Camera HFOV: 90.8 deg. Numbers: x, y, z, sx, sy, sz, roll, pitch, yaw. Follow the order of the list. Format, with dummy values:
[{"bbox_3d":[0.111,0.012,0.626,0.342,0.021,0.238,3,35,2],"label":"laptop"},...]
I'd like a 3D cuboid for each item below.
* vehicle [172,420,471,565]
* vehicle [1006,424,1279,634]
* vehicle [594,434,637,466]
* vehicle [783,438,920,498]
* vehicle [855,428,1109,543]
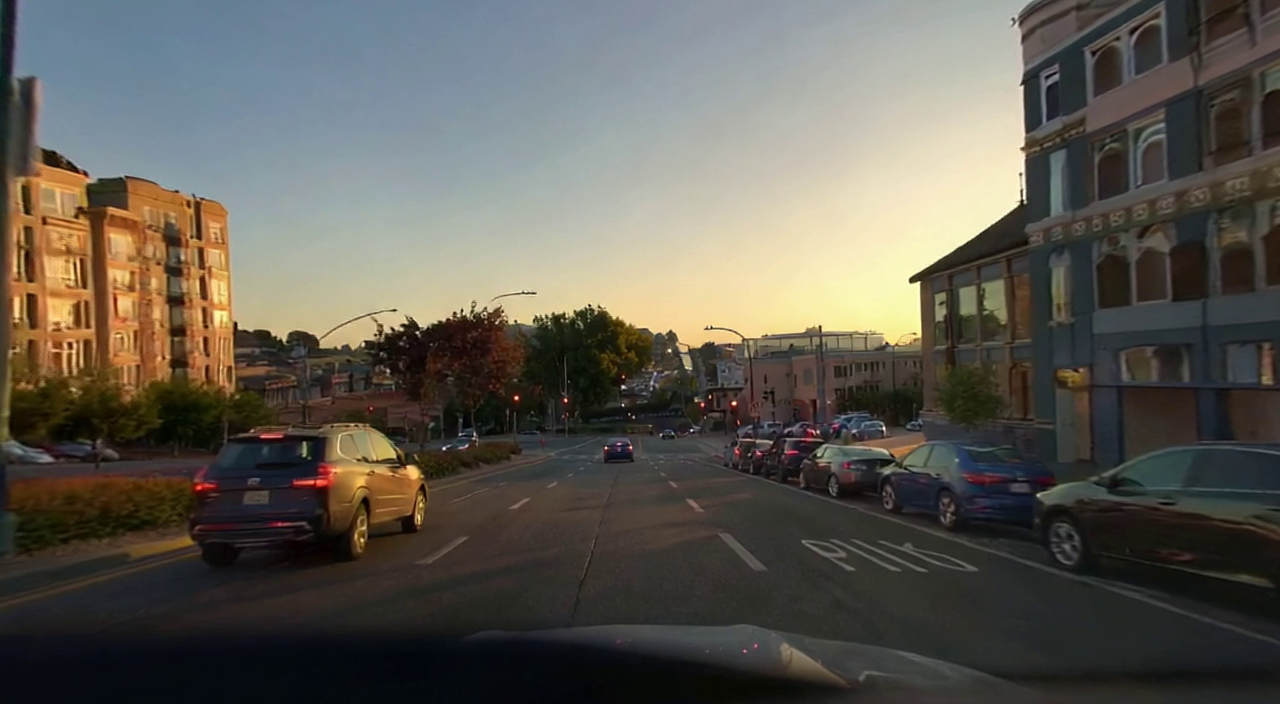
[{"bbox_3d":[-3.975,1.820,8.977,1.934,1.522,4.464,0,-9,0],"label":"vehicle"},{"bbox_3d":[5.943,1.485,5.740,2.200,1.574,4.989,0,-8,-1],"label":"vehicle"},{"bbox_3d":[-1.196,5.038,32.572,2.082,1.520,3.896,0,-8,-1],"label":"vehicle"},{"bbox_3d":[5.845,3.272,18.231,2.089,1.488,4.663,0,-9,-3],"label":"vehicle"},{"bbox_3d":[5.857,2.313,11.679,2.019,1.670,4.550,0,-9,-2],"label":"vehicle"}]
